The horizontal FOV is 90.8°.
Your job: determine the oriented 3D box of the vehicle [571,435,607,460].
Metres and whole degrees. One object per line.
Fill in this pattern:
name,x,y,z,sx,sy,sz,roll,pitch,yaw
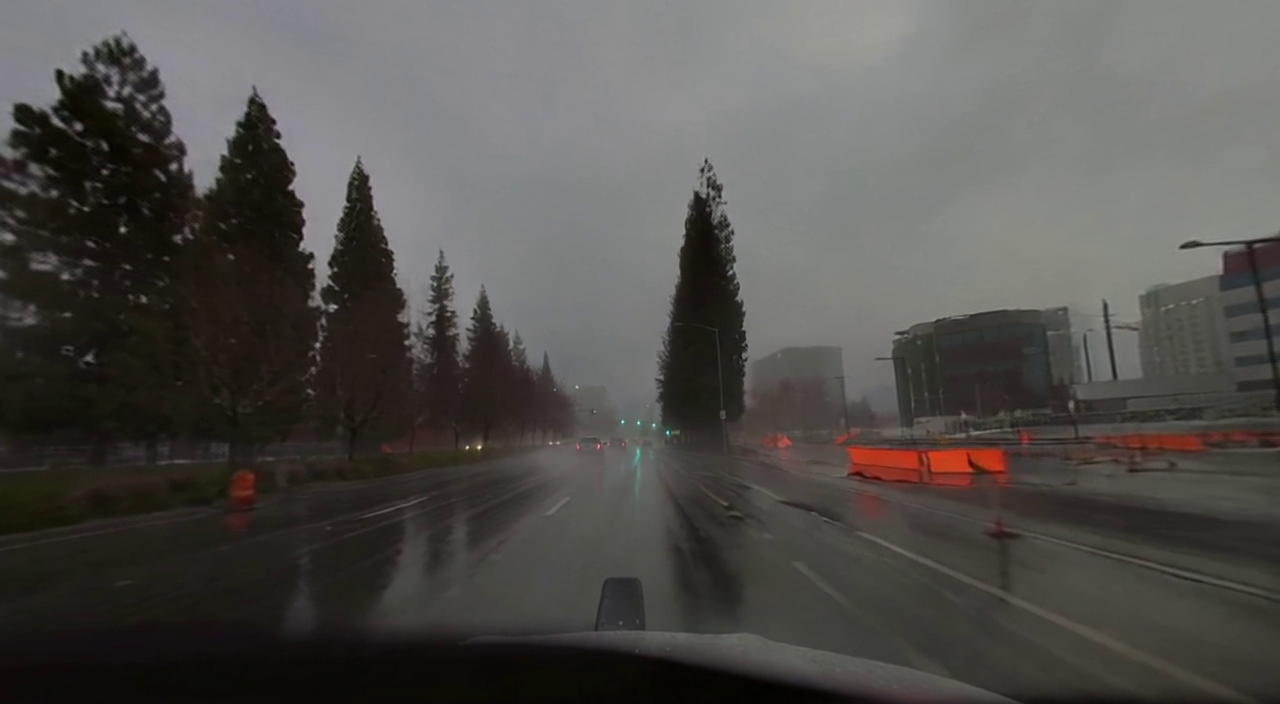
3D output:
vehicle,-3.473,6.559,43.498,2.121,1.654,3.993,0,-8,0
